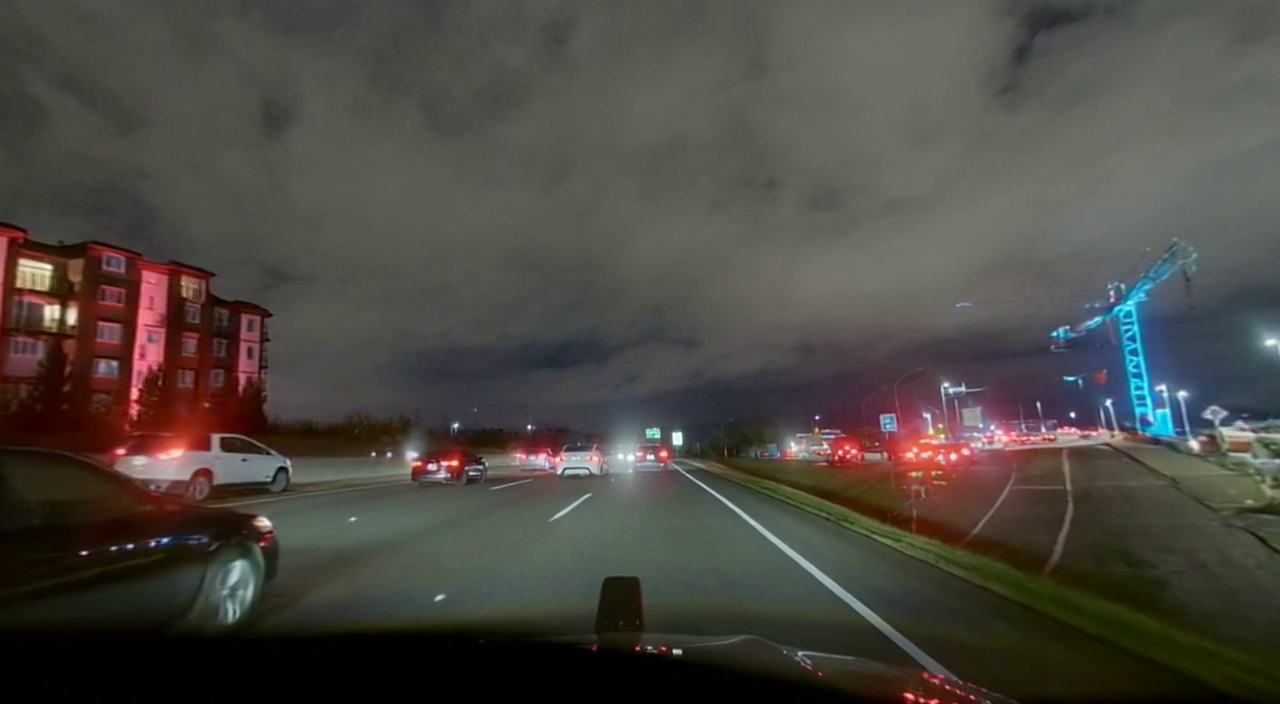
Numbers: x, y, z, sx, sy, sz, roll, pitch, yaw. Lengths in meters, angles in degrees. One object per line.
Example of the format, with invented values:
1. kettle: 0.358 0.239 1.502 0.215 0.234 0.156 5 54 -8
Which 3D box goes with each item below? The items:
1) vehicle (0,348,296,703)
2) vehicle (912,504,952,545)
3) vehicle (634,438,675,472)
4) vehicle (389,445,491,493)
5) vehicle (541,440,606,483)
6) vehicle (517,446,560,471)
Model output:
1. vehicle: -3.686 0.826 2.527 2.045 1.710 4.382 0 -8 1
2. vehicle: 19.383 11.426 41.903 1.859 1.579 4.190 -6 -2 20
3. vehicle: 0.789 5.644 34.725 2.116 1.763 4.352 0 -8 1
4. vehicle: -6.774 3.996 21.942 1.959 1.486 4.460 0 -8 2
5. vehicle: -2.765 4.683 27.307 2.109 1.657 4.554 0 -8 3
6. vehicle: -6.359 6.718 39.964 1.931 1.505 4.386 0 -8 1
